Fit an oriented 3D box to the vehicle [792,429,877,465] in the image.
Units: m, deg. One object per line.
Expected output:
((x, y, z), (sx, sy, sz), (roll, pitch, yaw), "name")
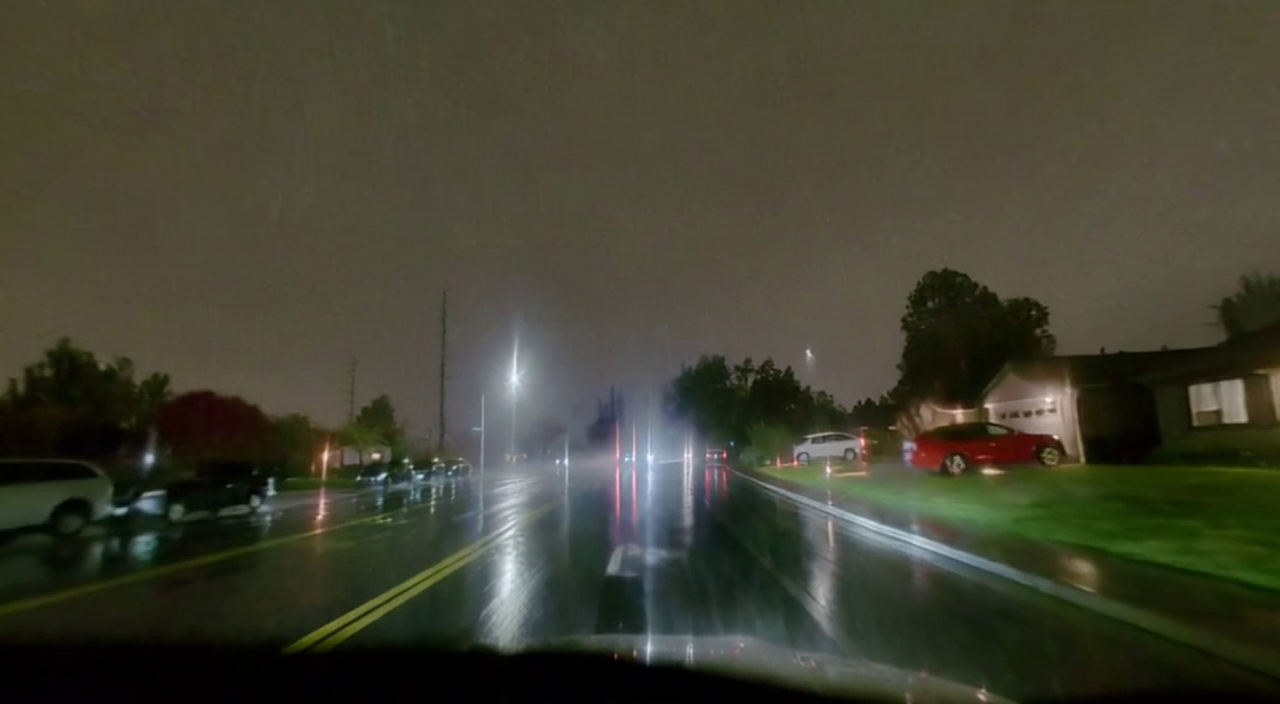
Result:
((11.872, 5.818, 38.787), (4.463, 1.765, 1.960), (-5, -8, -1), "vehicle")

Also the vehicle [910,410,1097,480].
((10.918, 2.843, 19.255), (4.383, 1.602, 1.920), (-6, -9, 1), "vehicle")

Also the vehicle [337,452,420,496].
((-13.260, 6.151, 32.305), (2.009, 1.789, 4.449), (-8, -9, 4), "vehicle")

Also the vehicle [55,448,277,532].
((-13.952, 4.017, 19.283), (2.114, 1.931, 5.936), (-6, -9, 2), "vehicle")

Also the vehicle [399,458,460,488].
((-12.563, 7.225, 37.966), (1.695, 1.423, 4.371), (-7, -10, 6), "vehicle")

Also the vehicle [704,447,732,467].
((5.938, 7.966, 48.124), (2.016, 1.477, 4.207), (-1, -9, 6), "vehicle")

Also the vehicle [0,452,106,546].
((-14.224, 3.090, 12.718), (2.157, 1.882, 5.479), (-5, -9, 1), "vehicle")
